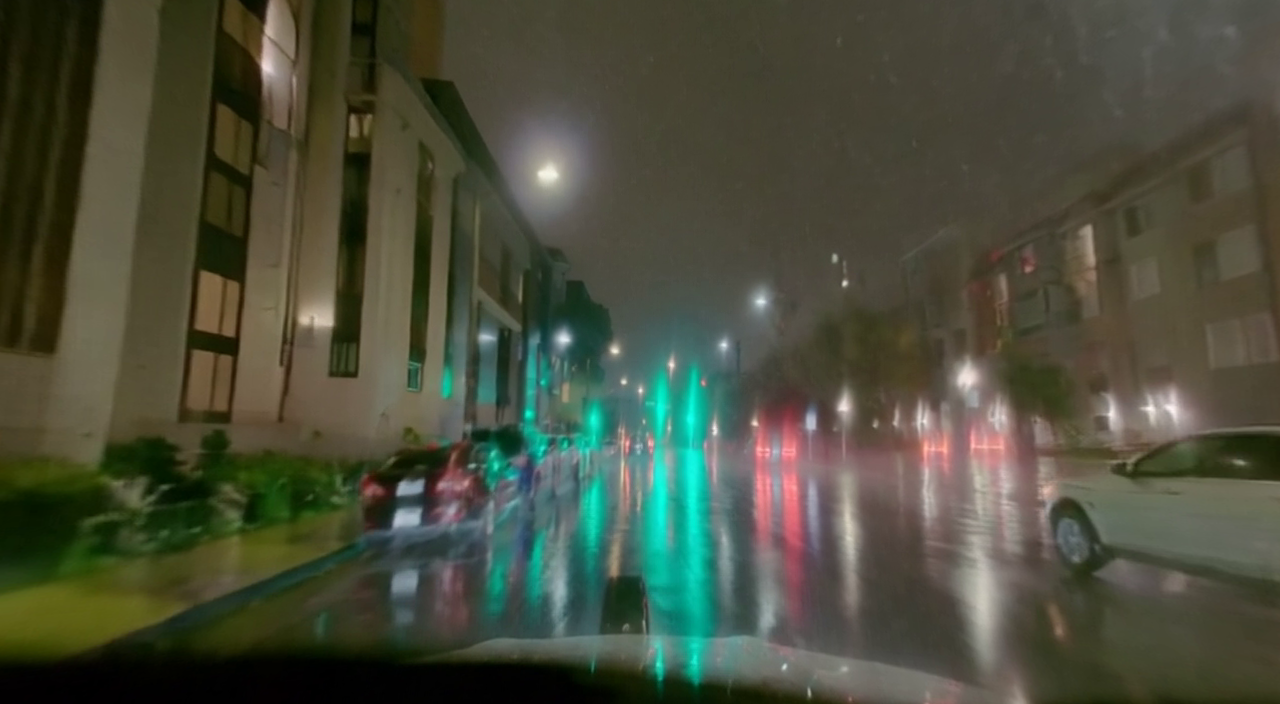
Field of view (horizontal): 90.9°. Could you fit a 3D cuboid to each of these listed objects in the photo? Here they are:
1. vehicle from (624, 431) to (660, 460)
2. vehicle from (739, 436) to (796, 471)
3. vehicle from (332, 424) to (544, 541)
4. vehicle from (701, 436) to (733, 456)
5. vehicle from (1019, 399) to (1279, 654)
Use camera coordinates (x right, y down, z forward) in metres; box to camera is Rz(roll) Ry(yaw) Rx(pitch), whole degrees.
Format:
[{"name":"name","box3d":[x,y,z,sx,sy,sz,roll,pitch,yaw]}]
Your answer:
[{"name":"vehicle","box3d":[0.122,5.734,38.930,2.122,1.689,3.885,0,-8,0]},{"name":"vehicle","box3d":[5.624,4.490,28.179,1.799,1.463,3.464,0,-8,0]},{"name":"vehicle","box3d":[-2.921,1.970,10.255,1.843,1.482,4.310,0,-8,2]},{"name":"vehicle","box3d":[6.004,7.368,49.596,1.917,1.467,4.452,0,-8,-1]},{"name":"vehicle","box3d":[4.990,1.183,4.543,1.891,1.599,4.173,0,-8,0]}]
